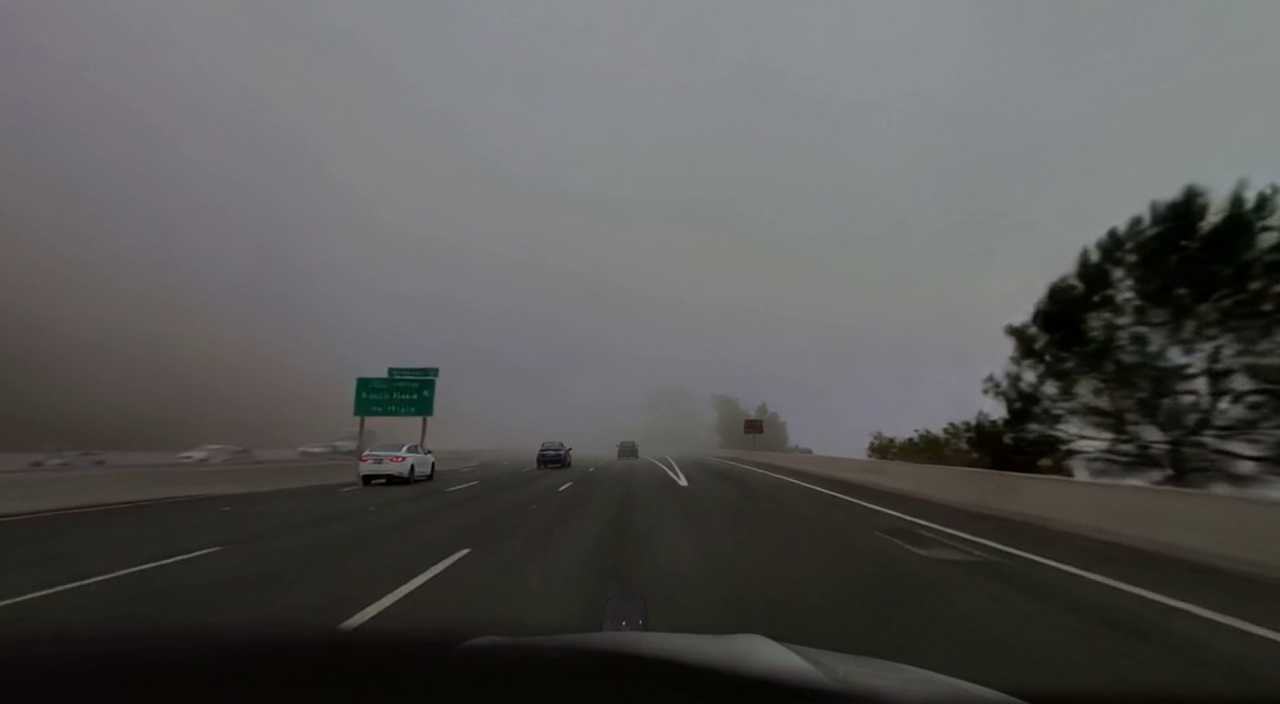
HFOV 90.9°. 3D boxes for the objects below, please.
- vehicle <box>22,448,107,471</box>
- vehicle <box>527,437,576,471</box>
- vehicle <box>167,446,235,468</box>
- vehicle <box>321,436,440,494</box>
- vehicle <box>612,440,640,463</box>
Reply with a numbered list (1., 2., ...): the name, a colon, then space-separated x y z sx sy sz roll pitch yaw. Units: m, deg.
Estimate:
1. vehicle: -39.230 7.335 43.154 1.754 1.456 4.341 0 -8 -2
2. vehicle: -4.575 5.325 33.190 1.991 1.610 4.606 0 -8 -1
3. vehicle: -31.988 7.635 46.083 1.819 1.438 4.530 0 -8 -2
4. vehicle: -8.087 3.544 20.140 2.086 1.628 4.039 0 -8 -1
5. vehicle: -0.968 6.879 43.732 1.881 1.460 3.694 0 -8 -2
